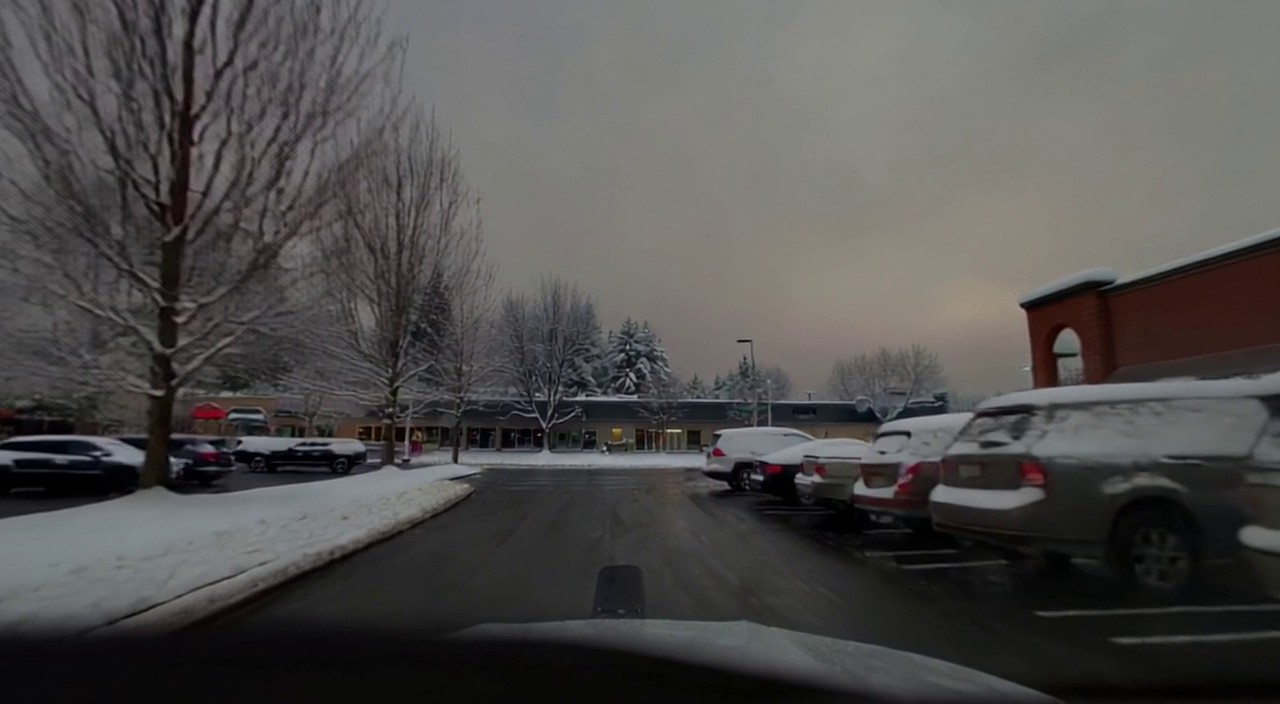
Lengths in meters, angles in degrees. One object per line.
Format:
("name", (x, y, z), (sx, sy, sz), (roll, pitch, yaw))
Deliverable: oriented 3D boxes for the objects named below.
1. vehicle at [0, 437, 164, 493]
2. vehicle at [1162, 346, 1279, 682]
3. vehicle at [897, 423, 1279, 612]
("vehicle", (-17.086, 3.305, 18.698), (4.651, 1.494, 1.914), (6, -10, -36))
("vehicle", (5.757, 0.864, 3.270), (4.256, 1.876, 2.064), (0, -8, -3))
("vehicle", (5.314, 1.520, 6.426), (4.449, 1.513, 2.087), (1, -8, -6))
